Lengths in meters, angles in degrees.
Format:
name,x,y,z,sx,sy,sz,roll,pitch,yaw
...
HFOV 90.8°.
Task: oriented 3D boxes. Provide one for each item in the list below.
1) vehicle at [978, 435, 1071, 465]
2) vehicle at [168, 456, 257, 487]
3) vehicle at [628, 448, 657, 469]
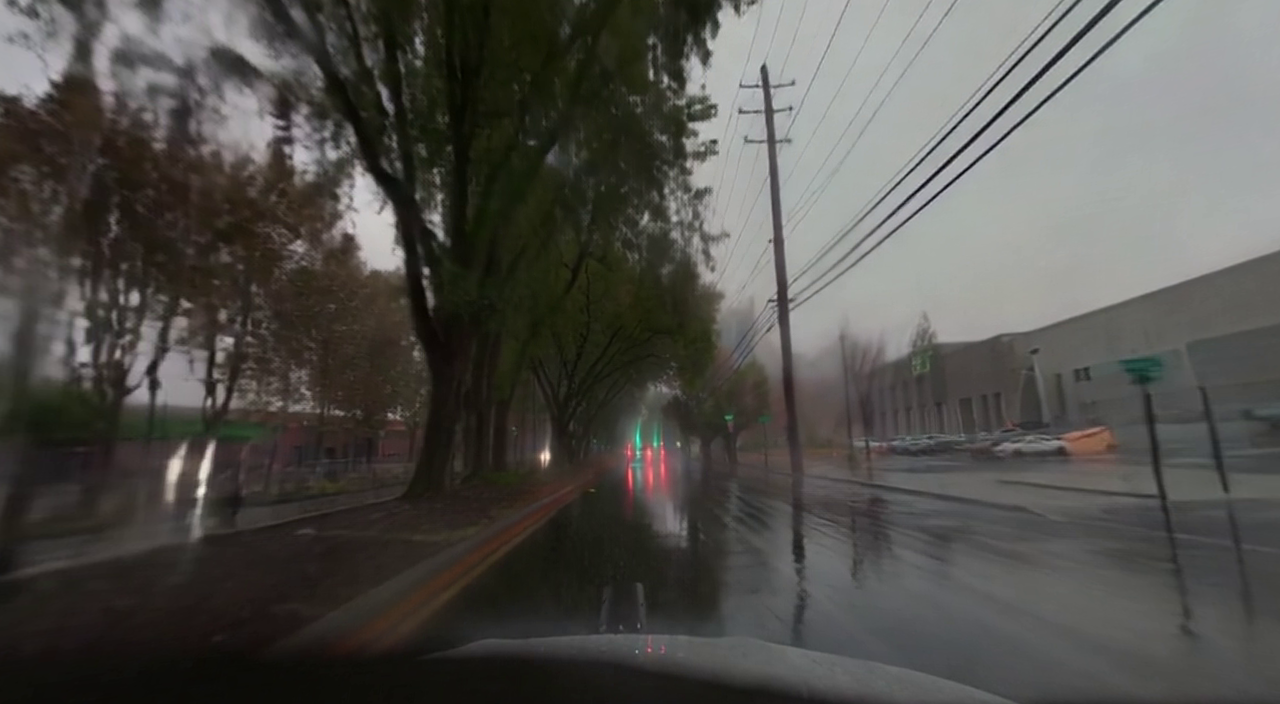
name,x,y,z,sx,sy,sz,roll,pitch,yaw
vehicle,26.024,6.767,43.083,2.189,1.805,5.633,0,-10,-8
vehicle,-25.658,7.145,38.169,2.016,1.661,4.674,0,-8,1
vehicle,0.159,7.916,47.137,2.109,1.501,4.042,0,-8,0
